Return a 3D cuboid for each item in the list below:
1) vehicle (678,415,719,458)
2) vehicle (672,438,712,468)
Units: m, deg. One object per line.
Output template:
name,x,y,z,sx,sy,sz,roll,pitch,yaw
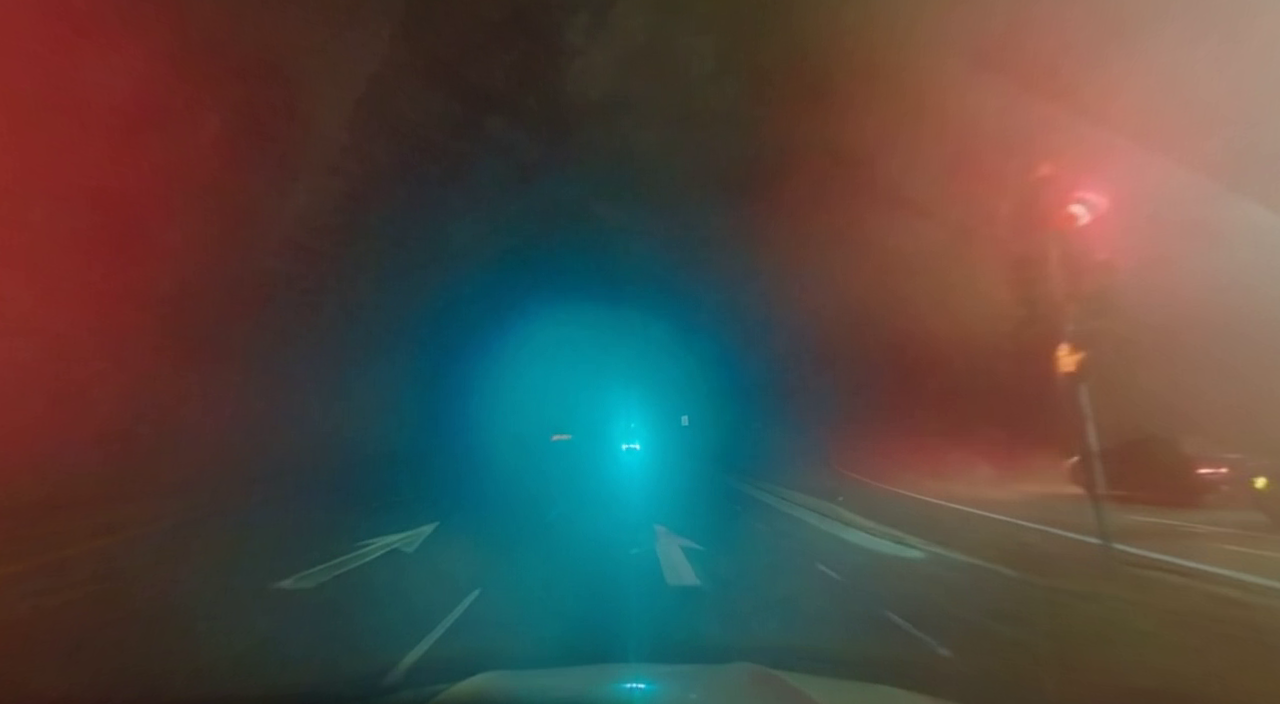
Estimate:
vehicle,4.296,6.467,47.900,2.625,2.975,8.237,0,-8,2
vehicle,2.722,5.240,32.925,1.947,1.475,3.962,-1,-8,5
